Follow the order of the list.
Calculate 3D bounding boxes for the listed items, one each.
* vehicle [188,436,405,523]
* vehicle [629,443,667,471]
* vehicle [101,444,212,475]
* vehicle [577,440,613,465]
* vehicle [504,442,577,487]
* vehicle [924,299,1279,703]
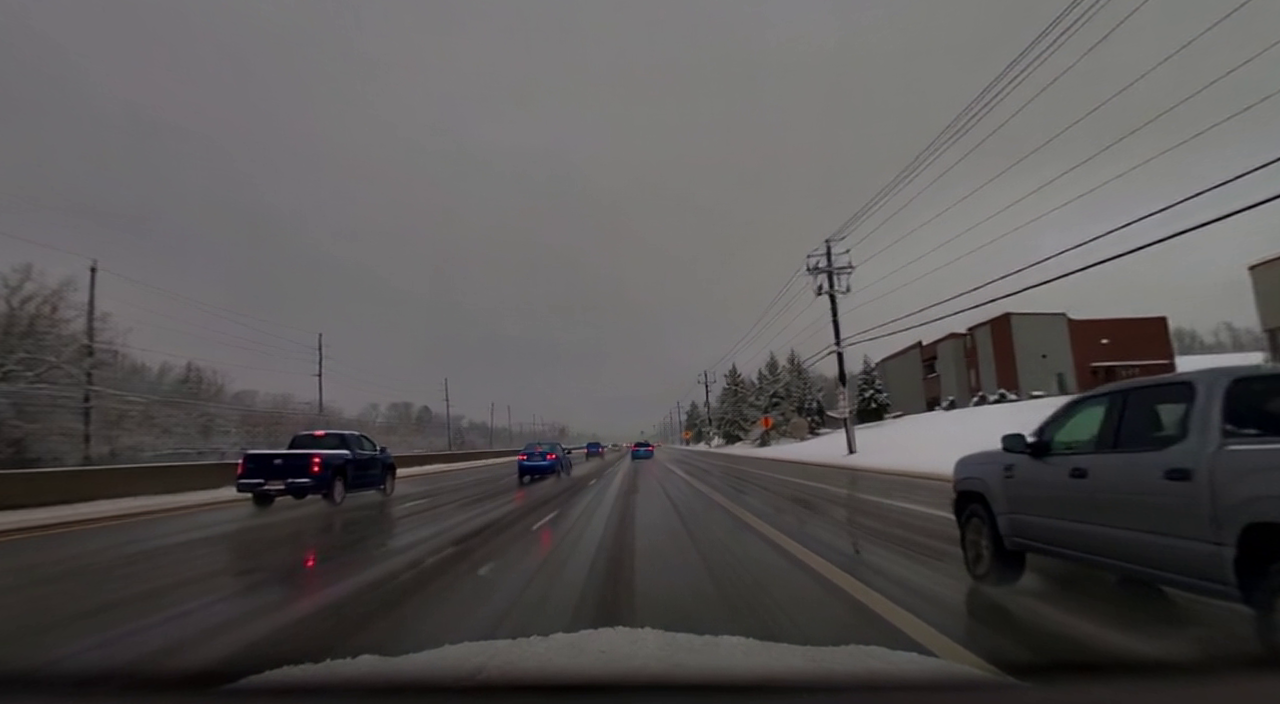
[{"bbox_3d":[-6.911,2.593,13.481,1.959,1.496,4.740,0,-8,0],"label":"vehicle"},{"bbox_3d":[0.447,5.902,35.705,2.030,1.471,4.115,0,-8,0],"label":"vehicle"},{"bbox_3d":[-30.005,6.662,39.532,2.281,1.762,5.839,0,-9,0],"label":"vehicle"},{"bbox_3d":[-3.239,7.320,46.250,2.244,1.752,4.439,0,-8,0],"label":"vehicle"},{"bbox_3d":[-3.518,4.041,23.054,1.938,1.444,4.206,0,-8,0],"label":"vehicle"},{"bbox_3d":[4.014,0.848,3.693,2.231,1.919,5.086,0,-8,-1],"label":"vehicle"}]
